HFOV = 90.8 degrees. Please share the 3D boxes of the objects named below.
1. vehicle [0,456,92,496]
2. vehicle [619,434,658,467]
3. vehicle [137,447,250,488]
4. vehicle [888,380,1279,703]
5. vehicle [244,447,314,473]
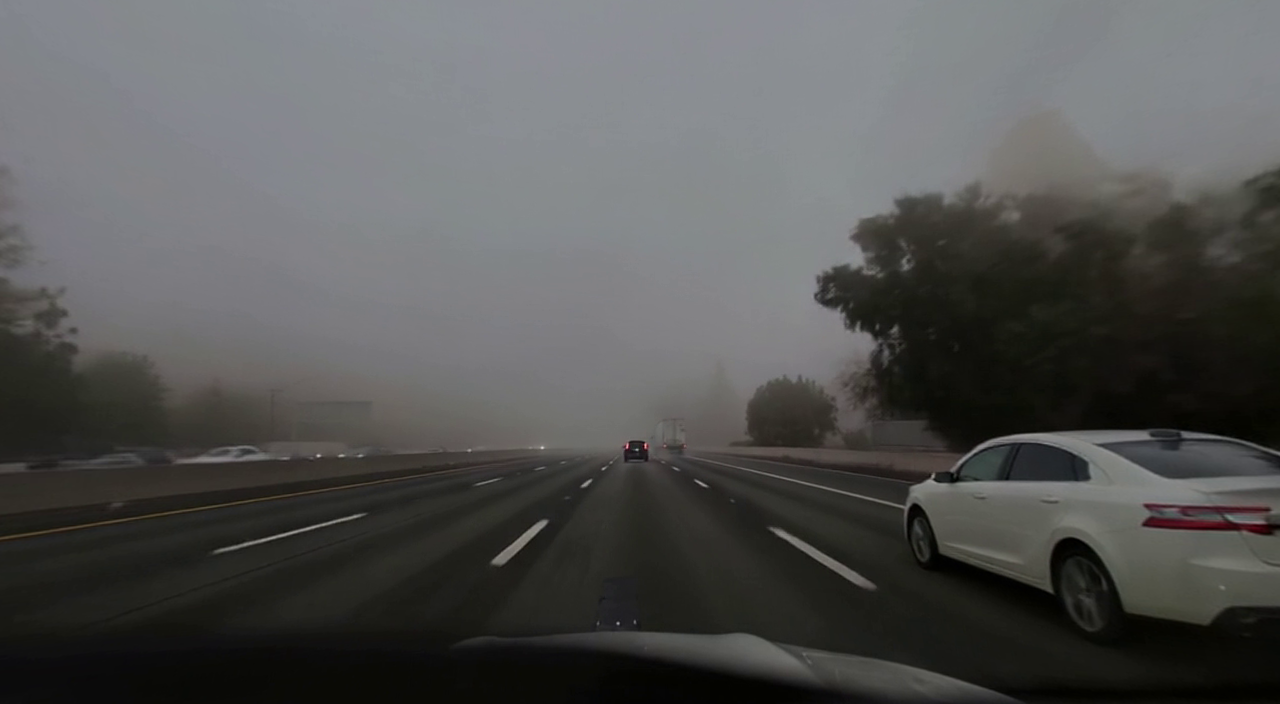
[{"bbox_3d":[-25.627,5.092,26.154,1.848,1.467,4.495,0,-8,0],"label":"vehicle"},{"bbox_3d":[-0.107,6.184,39.787,2.297,1.912,4.355,0,-8,0],"label":"vehicle"},{"bbox_3d":[-17.871,4.602,25.513,1.796,1.505,3.726,0,-8,0],"label":"vehicle"},{"bbox_3d":[3.732,1.217,4.706,1.950,1.596,4.326,0,-8,-1],"label":"vehicle"},{"bbox_3d":[-24.878,7.440,43.722,1.970,1.642,4.831,0,-8,0],"label":"vehicle"}]
